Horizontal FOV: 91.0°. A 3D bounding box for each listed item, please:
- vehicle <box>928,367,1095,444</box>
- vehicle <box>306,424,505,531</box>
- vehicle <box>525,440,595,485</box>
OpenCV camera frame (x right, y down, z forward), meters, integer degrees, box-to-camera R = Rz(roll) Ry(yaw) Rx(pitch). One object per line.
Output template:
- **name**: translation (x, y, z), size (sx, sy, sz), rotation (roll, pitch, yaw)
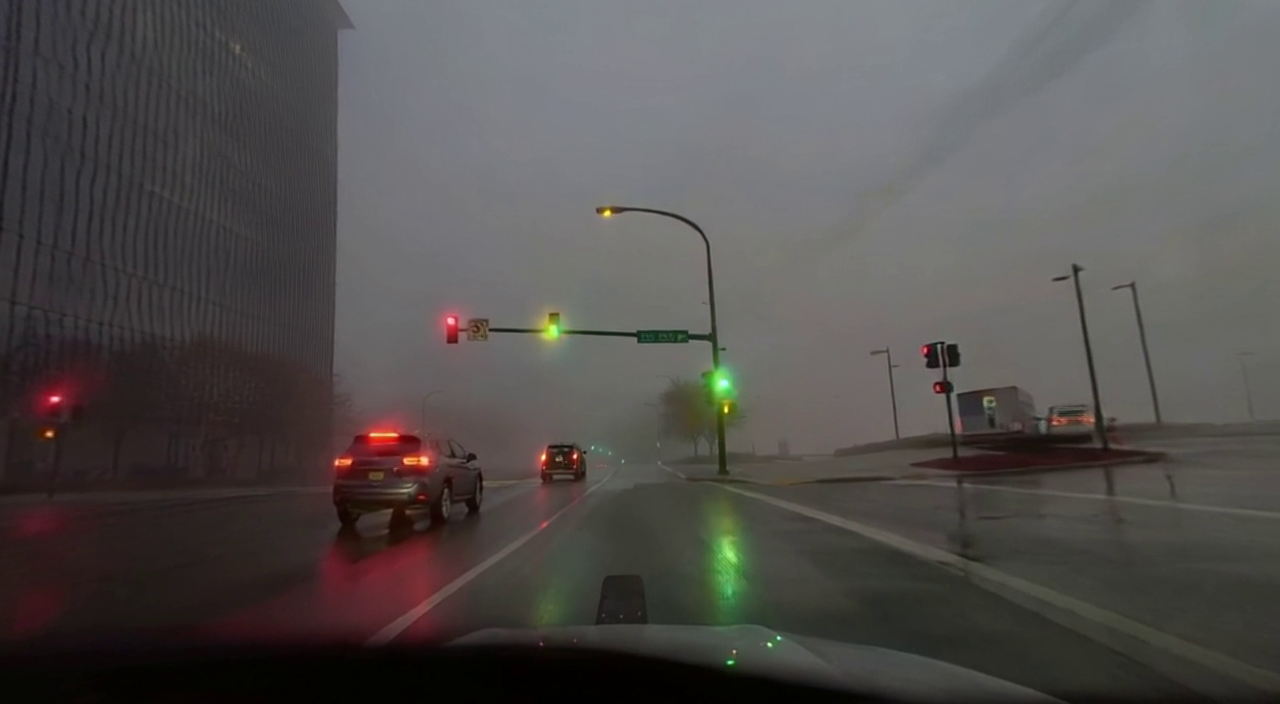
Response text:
- **vehicle**: translation (15.695, 2.450, 27.065), size (4.005, 2.827, 4.538), rotation (2, -10, -10)
- **vehicle**: translation (-4.358, 2.422, 12.723), size (2.169, 1.741, 4.588), rotation (-1, -9, 1)
- **vehicle**: translation (-3.526, 5.015, 28.848), size (2.384, 1.849, 5.009), rotation (-1, -9, 2)
